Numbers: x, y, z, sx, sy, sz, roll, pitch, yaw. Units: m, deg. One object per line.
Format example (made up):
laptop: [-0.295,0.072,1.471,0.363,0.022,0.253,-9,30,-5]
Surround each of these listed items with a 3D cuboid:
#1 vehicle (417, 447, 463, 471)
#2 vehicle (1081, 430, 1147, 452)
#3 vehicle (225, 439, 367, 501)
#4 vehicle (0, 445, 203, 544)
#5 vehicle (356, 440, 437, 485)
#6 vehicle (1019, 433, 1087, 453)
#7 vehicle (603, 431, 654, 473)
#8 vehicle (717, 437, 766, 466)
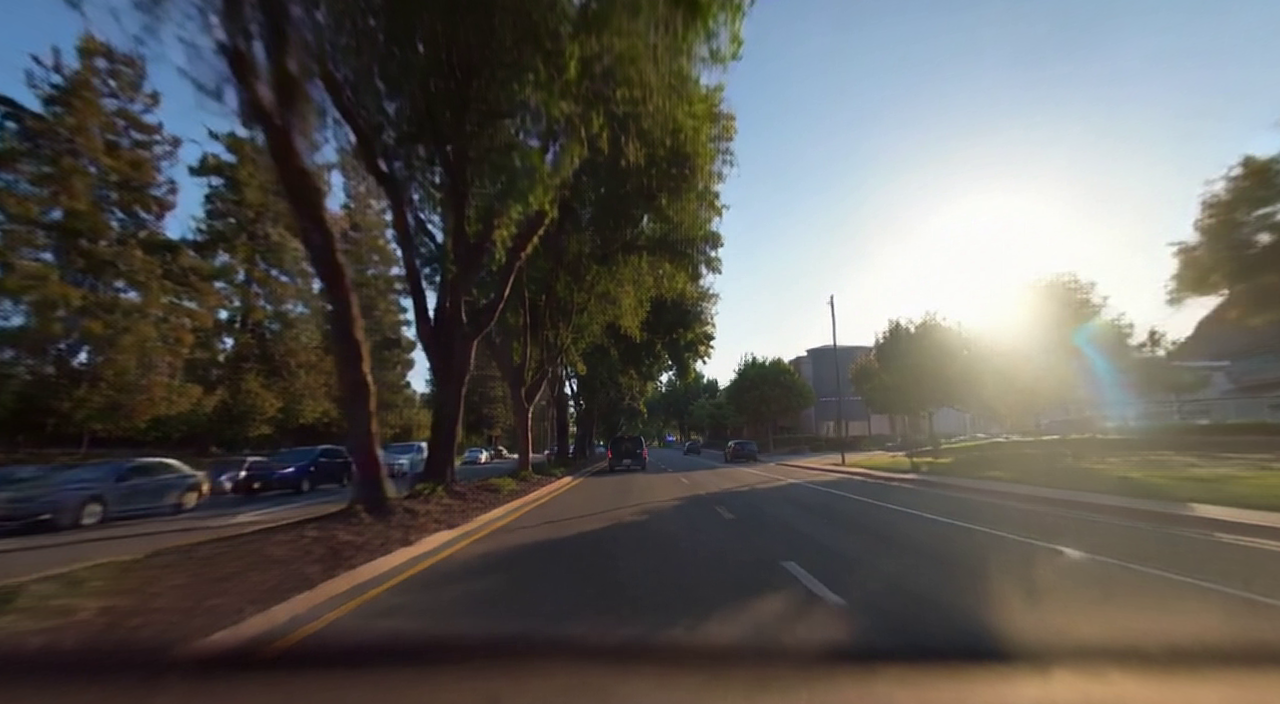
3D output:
vehicle: [-14.755,7.890,46.842,1.950,1.655,4.395,0,-8,0]
vehicle: [36.548,6.890,48.793,1.807,1.582,3.811,1,-8,-7]
vehicle: [-11.332,3.897,21.347,2.042,1.822,4.913,0,-8,-1]
vehicle: [-11.398,2.766,12.941,1.899,1.607,4.297,-2,-8,-1]
vehicle: [-11.534,5.218,30.333,2.082,1.824,4.840,-2,-7,-1]
vehicle: [31.603,6.981,48.529,1.743,1.445,4.495,1,-8,-8]
vehicle: [-0.534,5.127,32.526,2.411,1.937,5.186,0,-8,0]
vehicle: [6.674,6.604,42.079,2.364,1.781,4.854,0,-8,-1]
